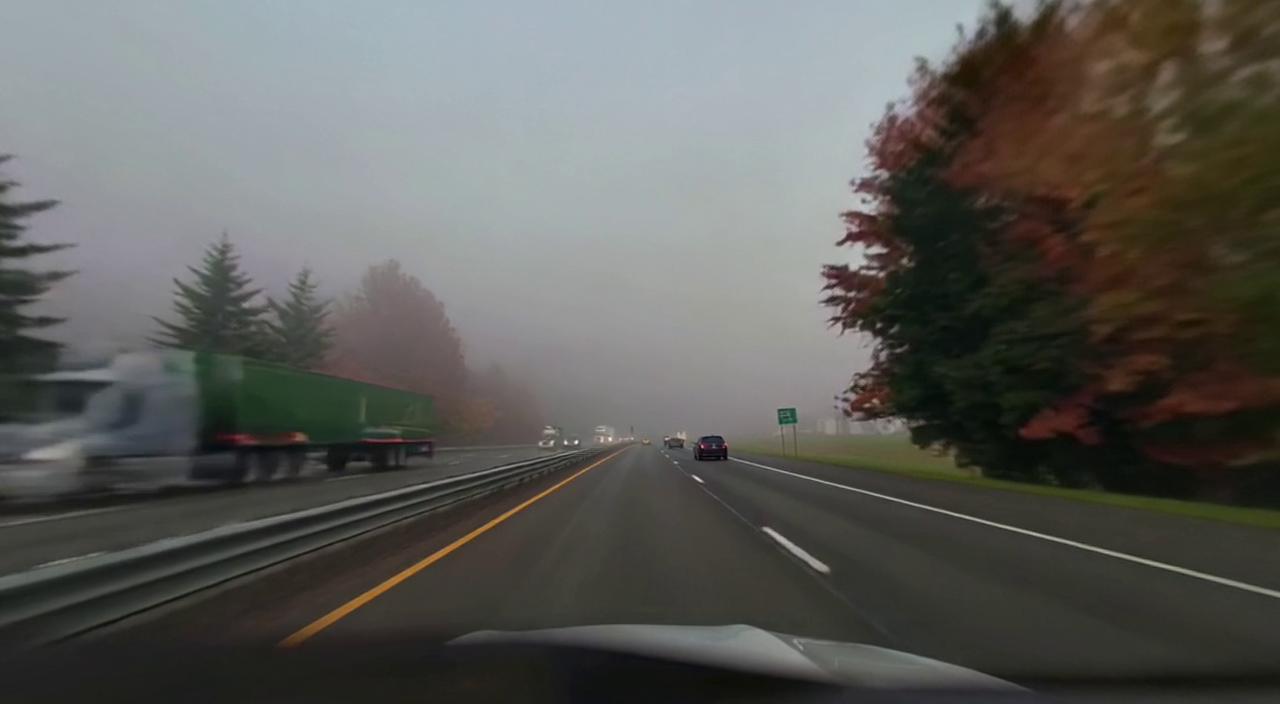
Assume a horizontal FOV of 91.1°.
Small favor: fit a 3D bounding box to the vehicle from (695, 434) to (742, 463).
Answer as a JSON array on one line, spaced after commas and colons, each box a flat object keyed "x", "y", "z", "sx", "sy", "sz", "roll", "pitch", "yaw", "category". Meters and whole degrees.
[{"x": 4.280, "y": 5.328, "z": 34.823, "sx": 2.024, "sy": 1.516, "sz": 4.197, "roll": 0, "pitch": -8, "yaw": 0, "category": "vehicle"}]

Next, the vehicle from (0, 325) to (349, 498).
[{"x": -12.931, "y": 2.027, "z": 19.293, "sx": 3.048, "sy": 3.893, "sz": 10.150, "roll": 0, "pitch": -8, "yaw": 0, "category": "vehicle"}]
